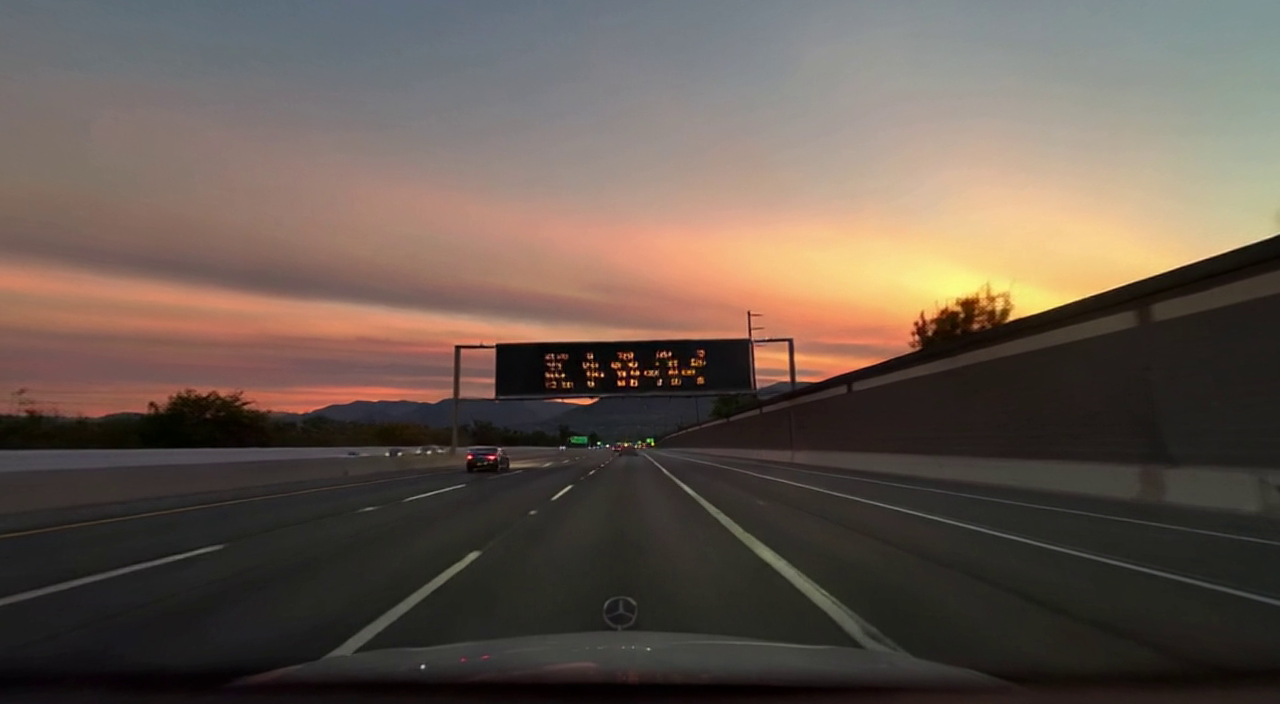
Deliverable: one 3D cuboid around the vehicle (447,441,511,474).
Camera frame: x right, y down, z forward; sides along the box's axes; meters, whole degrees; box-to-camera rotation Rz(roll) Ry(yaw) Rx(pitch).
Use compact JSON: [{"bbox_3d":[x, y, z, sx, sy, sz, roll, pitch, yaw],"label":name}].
[{"bbox_3d":[-8.138,5.349,32.474,2.005,1.545,4.874,0,-8,0],"label":"vehicle"}]
